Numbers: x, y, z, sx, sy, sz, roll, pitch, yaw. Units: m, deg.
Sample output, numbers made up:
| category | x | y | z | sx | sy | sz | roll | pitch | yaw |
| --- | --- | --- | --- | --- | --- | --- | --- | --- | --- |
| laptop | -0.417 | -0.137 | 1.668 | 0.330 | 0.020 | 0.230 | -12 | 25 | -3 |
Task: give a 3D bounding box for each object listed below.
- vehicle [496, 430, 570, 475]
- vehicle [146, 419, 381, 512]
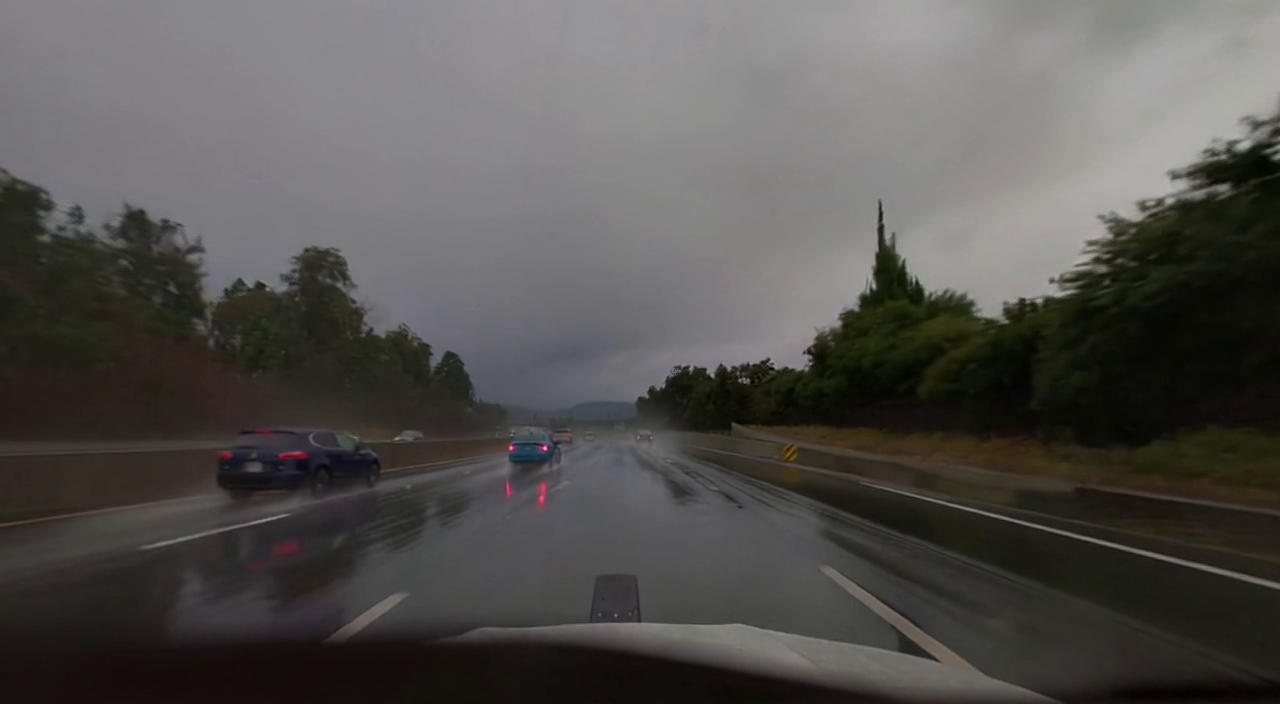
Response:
| category | x | y | z | sx | sy | sz | roll | pitch | yaw |
| --- | --- | --- | --- | --- | --- | --- | --- | --- | --- |
| vehicle | -3.847 | 3.697 | 23.513 | 2.026 | 1.517 | 4.325 | 0 | -8 | 0 |
| vehicle | -7.286 | 2.232 | 12.956 | 1.983 | 1.535 | 4.652 | 0 | -8 | 0 |
